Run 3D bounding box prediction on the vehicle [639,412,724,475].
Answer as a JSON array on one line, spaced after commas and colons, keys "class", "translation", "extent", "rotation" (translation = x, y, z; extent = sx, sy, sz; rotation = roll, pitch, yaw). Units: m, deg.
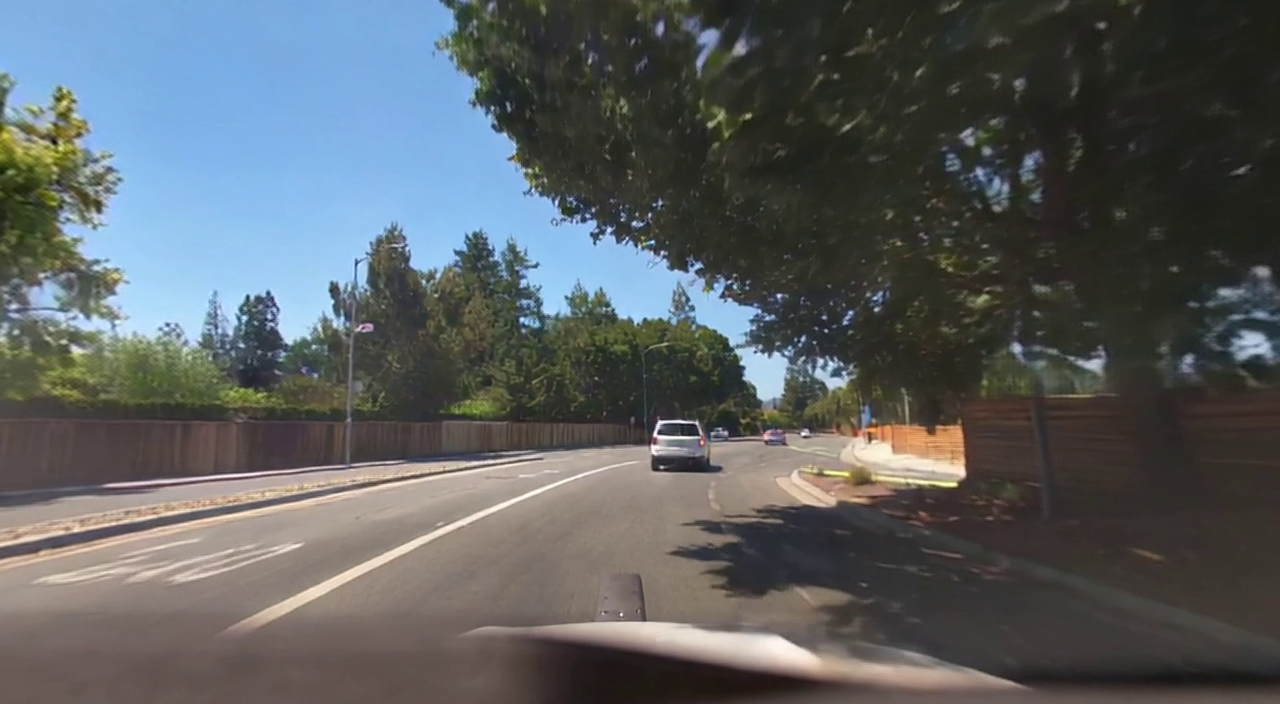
[{"class": "vehicle", "translation": [1.504, 2.983, 20.916], "extent": [2.230, 1.827, 4.580], "rotation": [-1, -8, 11]}]
